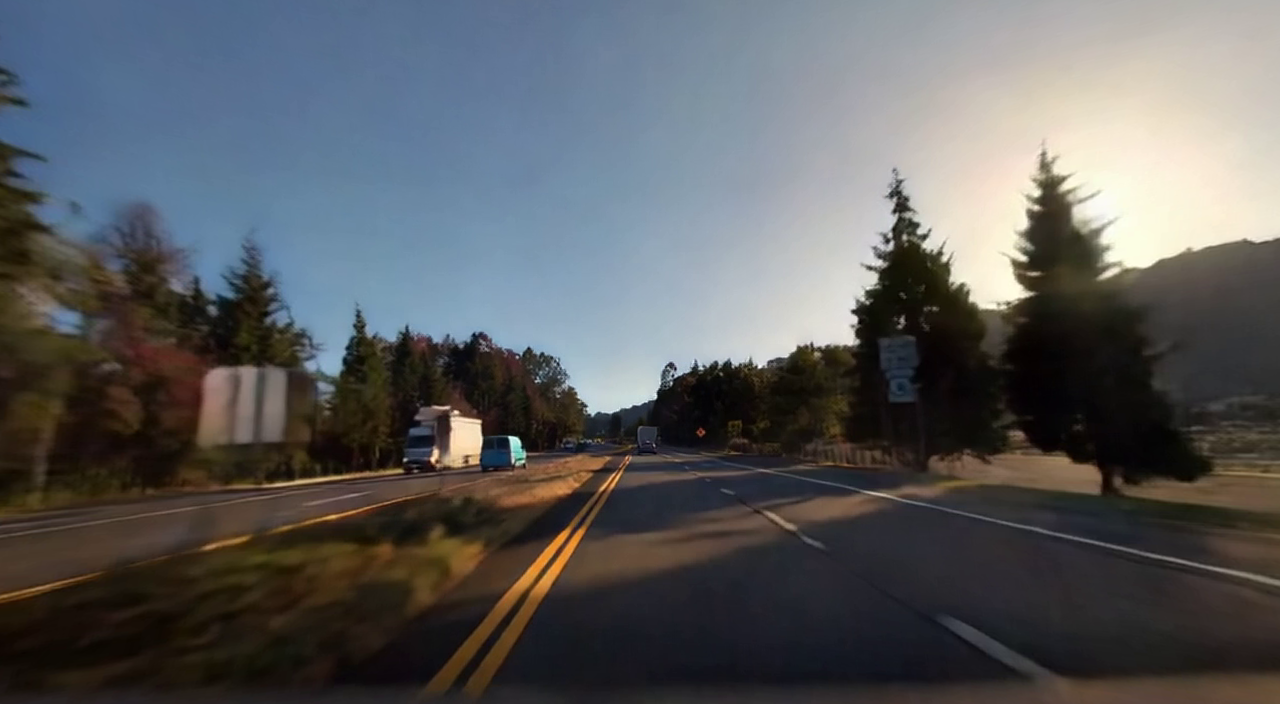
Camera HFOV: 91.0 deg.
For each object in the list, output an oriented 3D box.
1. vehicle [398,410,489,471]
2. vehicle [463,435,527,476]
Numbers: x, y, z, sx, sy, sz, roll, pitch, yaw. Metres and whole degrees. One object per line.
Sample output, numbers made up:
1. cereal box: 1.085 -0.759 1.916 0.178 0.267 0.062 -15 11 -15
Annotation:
1. vehicle: -14.777 6.886 48.829 2.905 4.091 12.827 0 -8 0
2. vehicle: -7.066 5.082 31.164 2.068 1.897 4.372 0 -8 1
